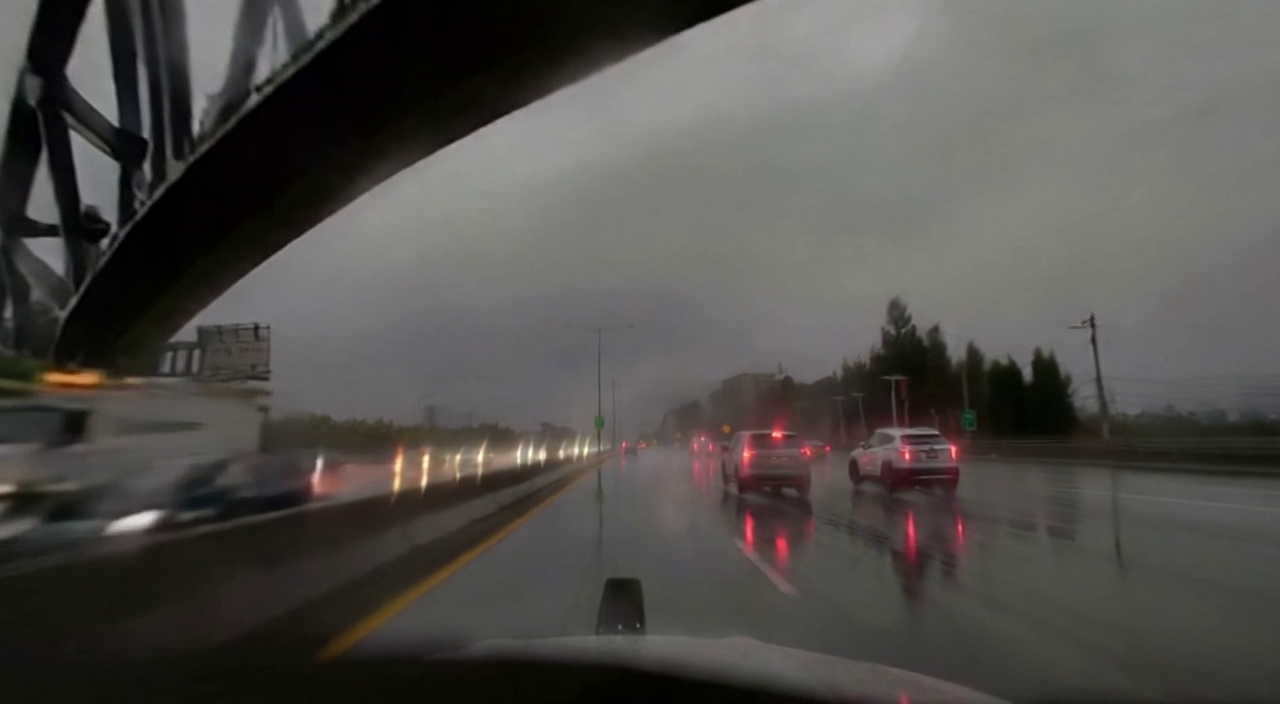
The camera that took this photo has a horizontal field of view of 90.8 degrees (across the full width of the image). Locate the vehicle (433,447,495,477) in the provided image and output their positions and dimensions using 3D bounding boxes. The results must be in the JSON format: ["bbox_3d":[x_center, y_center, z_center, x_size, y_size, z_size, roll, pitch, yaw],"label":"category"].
[{"bbox_3d":[-9.529,5.988,34.628,2.076,1.492,4.669,0,-9,0],"label":"vehicle"}]

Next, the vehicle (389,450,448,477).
[{"bbox_3d":[-13.466,6.748,38.592,2.186,1.521,3.866,0,-9,0],"label":"vehicle"}]

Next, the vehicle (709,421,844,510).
[{"bbox_3d":[2.883,2.526,14.457,2.059,1.711,4.302,0,-9,-1],"label":"vehicle"}]

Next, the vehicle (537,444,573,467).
[{"bbox_3d":[-5.974,7.303,44.827,1.948,1.554,4.122,0,-9,0],"label":"vehicle"}]

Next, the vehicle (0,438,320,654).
[{"bbox_3d":[-5.415,1.630,6.287,2.026,1.474,4.578,0,-9,0],"label":"vehicle"}]

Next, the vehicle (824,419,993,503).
[{"bbox_3d":[6.546,2.727,16.192,2.040,1.801,4.959,0,-9,-1],"label":"vehicle"}]
